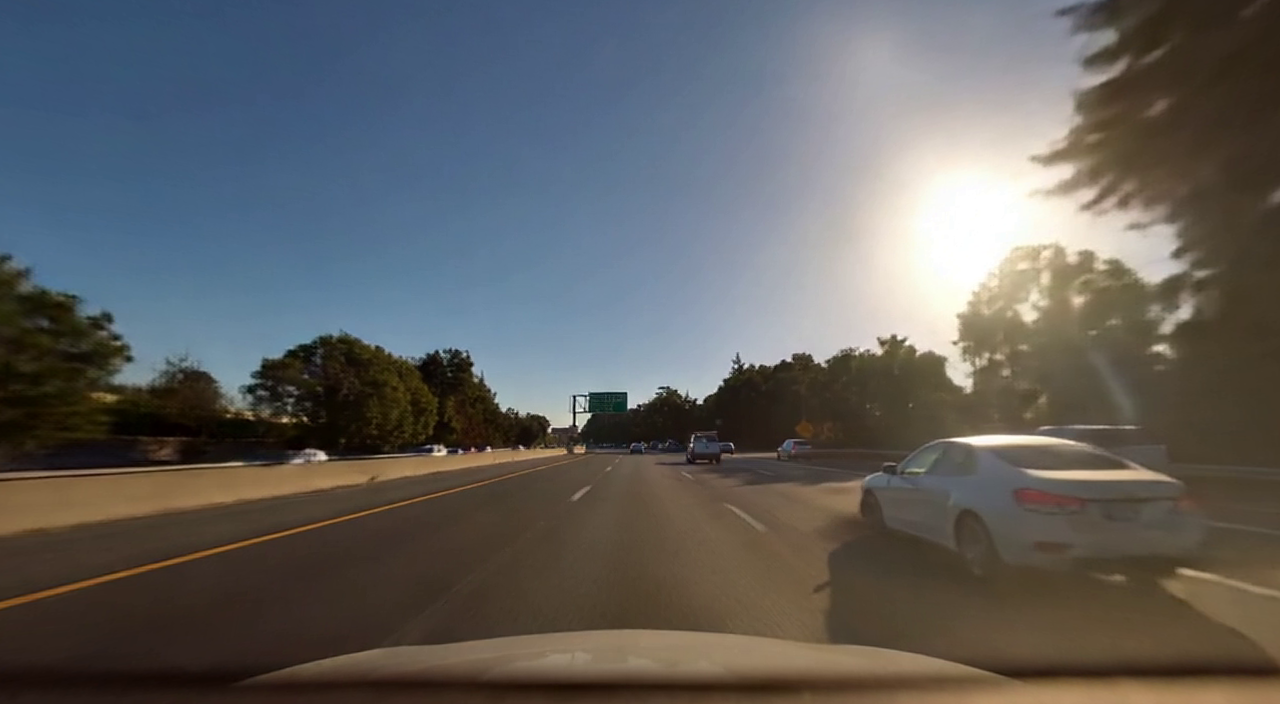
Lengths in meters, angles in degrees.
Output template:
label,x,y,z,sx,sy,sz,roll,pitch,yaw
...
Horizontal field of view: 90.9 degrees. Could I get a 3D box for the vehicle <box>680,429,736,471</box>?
label,x,y,z,sx,sy,sz,roll,pitch,yaw
vehicle,3.448,5.103,33.105,2.218,1.964,5.662,0,-8,-1

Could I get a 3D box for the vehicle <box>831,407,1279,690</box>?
label,x,y,z,sx,sy,sz,roll,pitch,yaw
vehicle,3.495,1.421,5.880,1.978,1.535,4.705,0,-8,0

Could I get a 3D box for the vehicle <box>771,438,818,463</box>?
label,x,y,z,sx,sy,sz,roll,pitch,yaw
vehicle,11.028,7.060,45.383,2.045,1.658,4.598,0,-8,-2

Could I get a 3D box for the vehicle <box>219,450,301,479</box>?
label,x,y,z,sx,sy,sz,roll,pitch,yaw
vehicle,-21.491,6.360,35.920,1.825,1.444,4.583,0,-8,0
